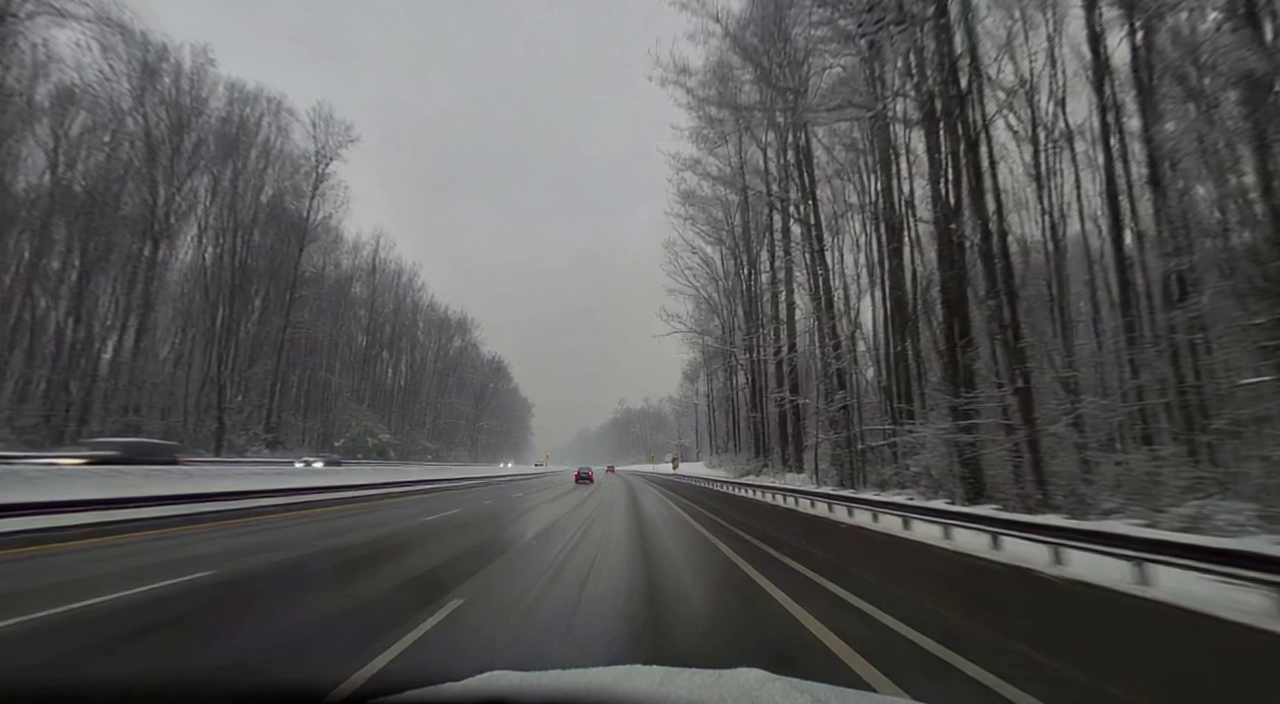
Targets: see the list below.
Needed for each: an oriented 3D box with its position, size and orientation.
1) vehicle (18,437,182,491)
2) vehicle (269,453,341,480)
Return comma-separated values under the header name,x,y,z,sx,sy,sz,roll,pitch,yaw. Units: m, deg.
name,x,y,z,sx,sy,sz,roll,pitch,yaw
vehicle,-16.464,3.481,19.489,1.763,1.473,3.681,1,-11,-1
vehicle,-20.060,6.889,37.934,1.866,1.508,4.531,1,-11,-1
